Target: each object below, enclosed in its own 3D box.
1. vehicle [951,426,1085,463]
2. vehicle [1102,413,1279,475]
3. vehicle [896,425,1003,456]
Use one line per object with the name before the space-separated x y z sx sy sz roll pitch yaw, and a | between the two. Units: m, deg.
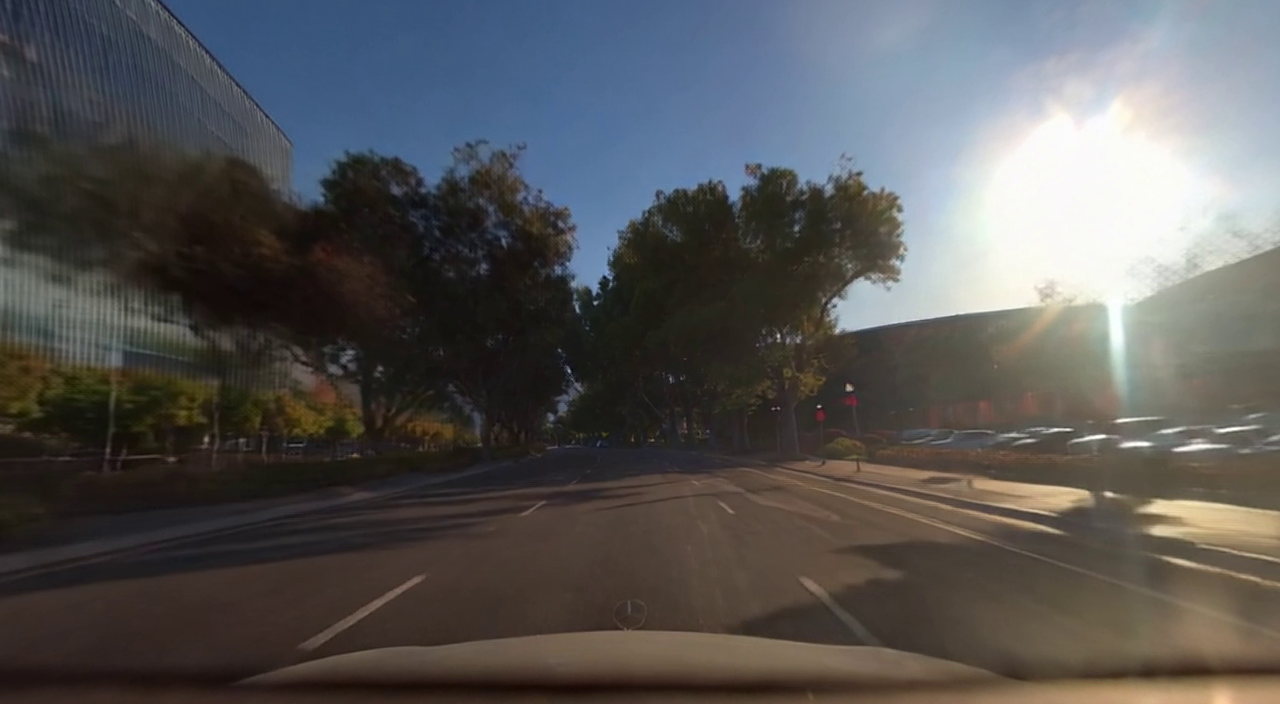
vehicle | 15.472 3.780 25.995 4.120 1.357 2.170 -2 -6 3
vehicle | 16.647 2.707 18.804 4.230 1.715 2.000 0 -7 -5
vehicle | 16.006 4.601 32.727 4.526 1.517 1.979 1 -8 -5
